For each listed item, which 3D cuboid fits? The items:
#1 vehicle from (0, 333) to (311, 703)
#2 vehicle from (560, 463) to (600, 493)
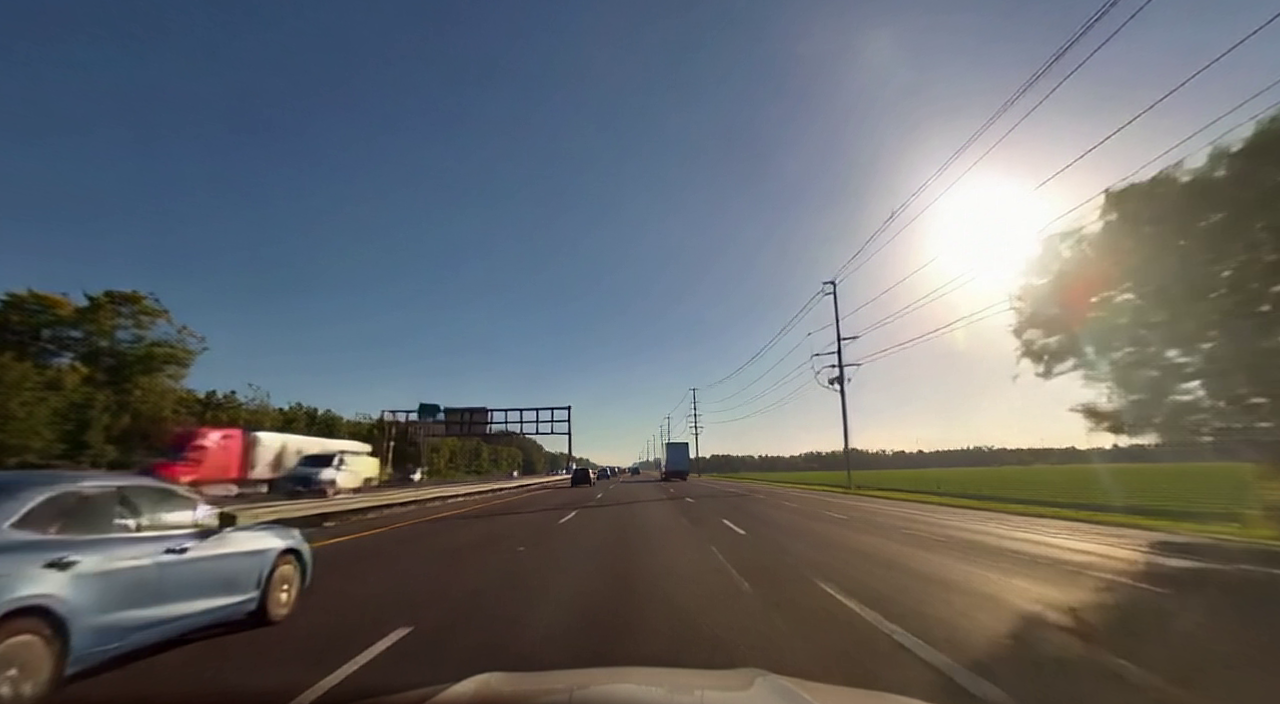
[{"bbox_3d":[-3.314,0.764,2.060,2.065,1.722,4.441,1,-11,-1],"label":"vehicle"},{"bbox_3d":[-3.478,7.434,37.354,1.942,1.597,3.943,1,-11,0],"label":"vehicle"}]
